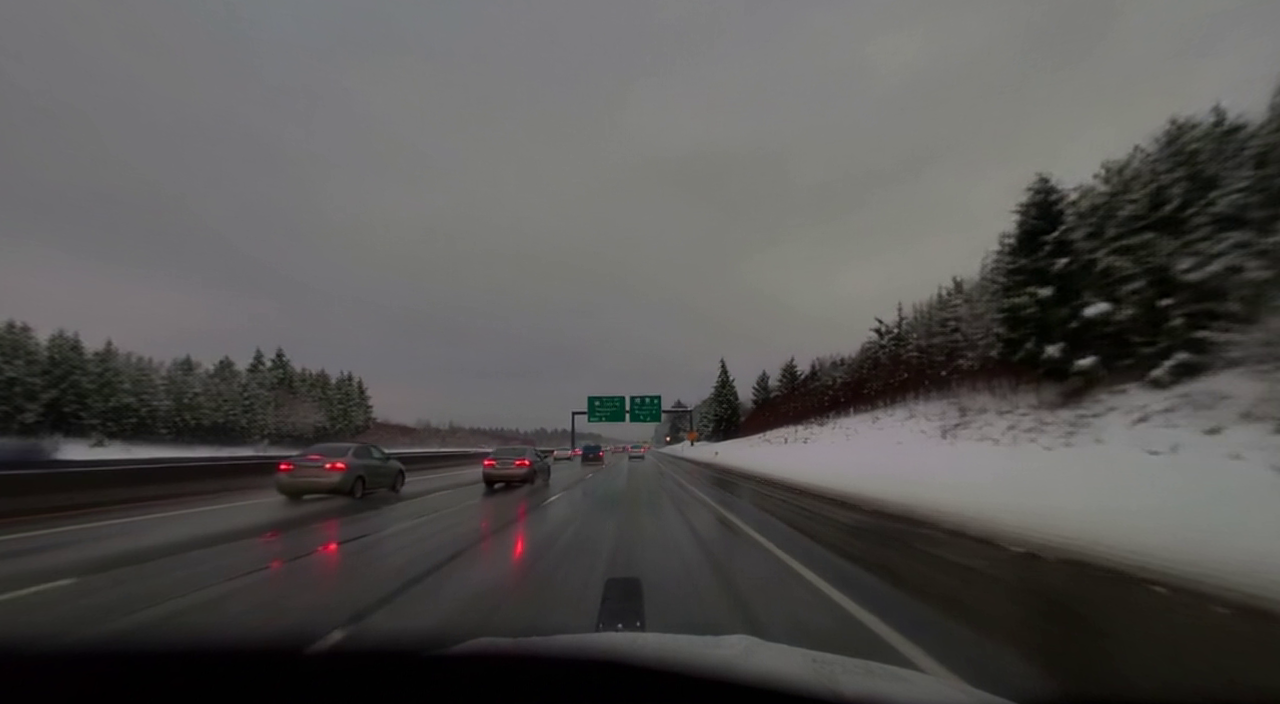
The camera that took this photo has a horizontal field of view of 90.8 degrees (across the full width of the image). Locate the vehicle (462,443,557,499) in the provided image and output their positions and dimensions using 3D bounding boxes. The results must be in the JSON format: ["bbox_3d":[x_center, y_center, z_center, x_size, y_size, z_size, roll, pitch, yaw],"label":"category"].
[{"bbox_3d":[-3.668,3.424,18.450,1.924,1.436,3.915,0,-9,0],"label":"vehicle"}]

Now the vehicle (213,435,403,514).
[{"bbox_3d":[-7.437,2.774,14.750,2.091,1.558,4.220,0,-9,0],"label":"vehicle"}]
